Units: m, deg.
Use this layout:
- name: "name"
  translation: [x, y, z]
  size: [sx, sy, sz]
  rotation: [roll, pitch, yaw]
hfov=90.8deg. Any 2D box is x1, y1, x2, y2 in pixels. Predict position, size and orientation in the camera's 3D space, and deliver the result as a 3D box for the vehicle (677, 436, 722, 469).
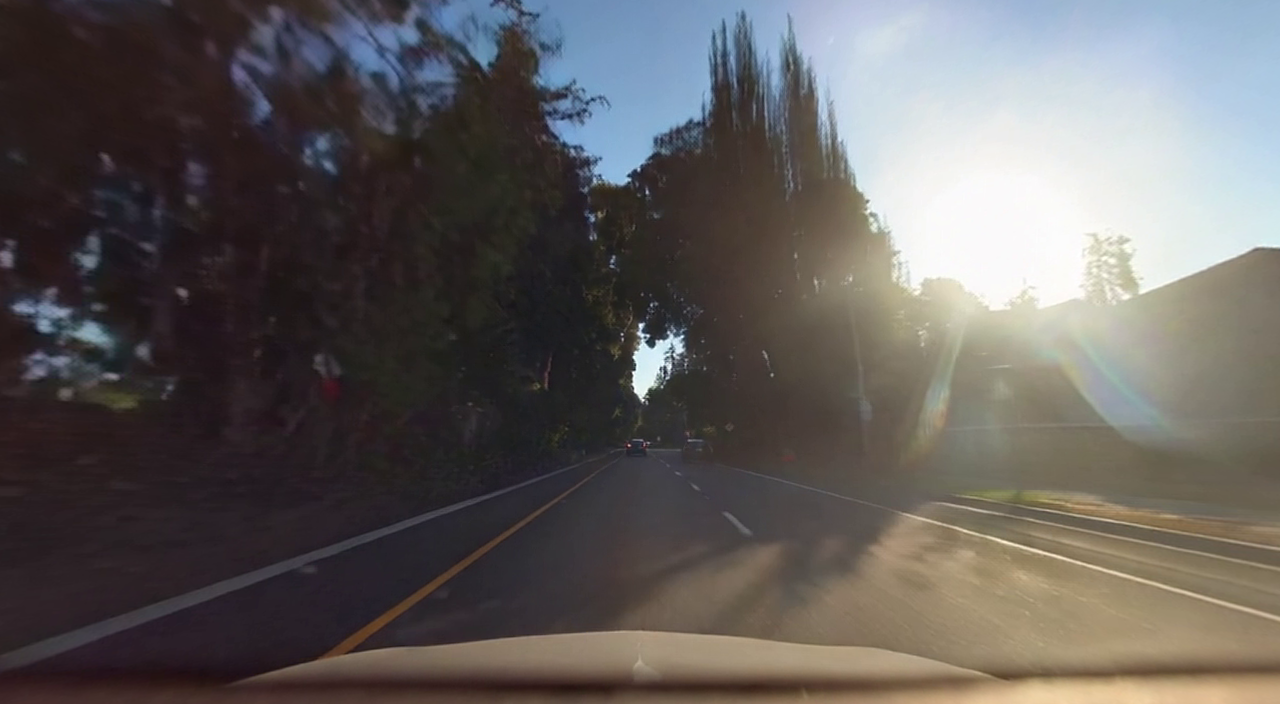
- name: "vehicle"
  translation: [3.121, 5.365, 33.944]
  size: [1.888, 1.640, 4.044]
  rotation: [0, -8, -2]
